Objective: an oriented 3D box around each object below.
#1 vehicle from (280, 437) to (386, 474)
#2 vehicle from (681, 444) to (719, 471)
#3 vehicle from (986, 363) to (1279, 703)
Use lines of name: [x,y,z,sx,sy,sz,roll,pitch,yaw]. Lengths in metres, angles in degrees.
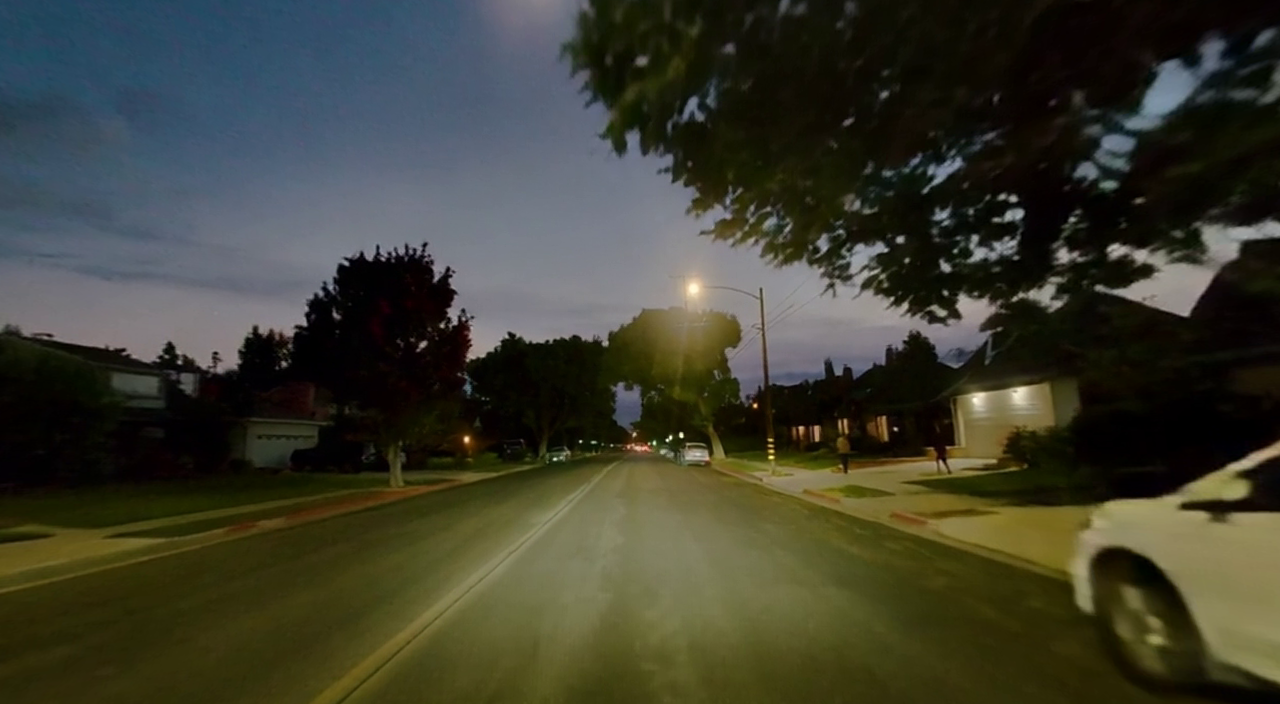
vehicle: [-15.413,5.233,31.768,4.320,1.767,1.951,-1,-9,2]
vehicle: [3.765,6.695,40.220,1.917,1.569,4.460,0,-8,-1]
vehicle: [3.685,0.863,2.259,2.316,1.695,4.596,0,-8,1]
